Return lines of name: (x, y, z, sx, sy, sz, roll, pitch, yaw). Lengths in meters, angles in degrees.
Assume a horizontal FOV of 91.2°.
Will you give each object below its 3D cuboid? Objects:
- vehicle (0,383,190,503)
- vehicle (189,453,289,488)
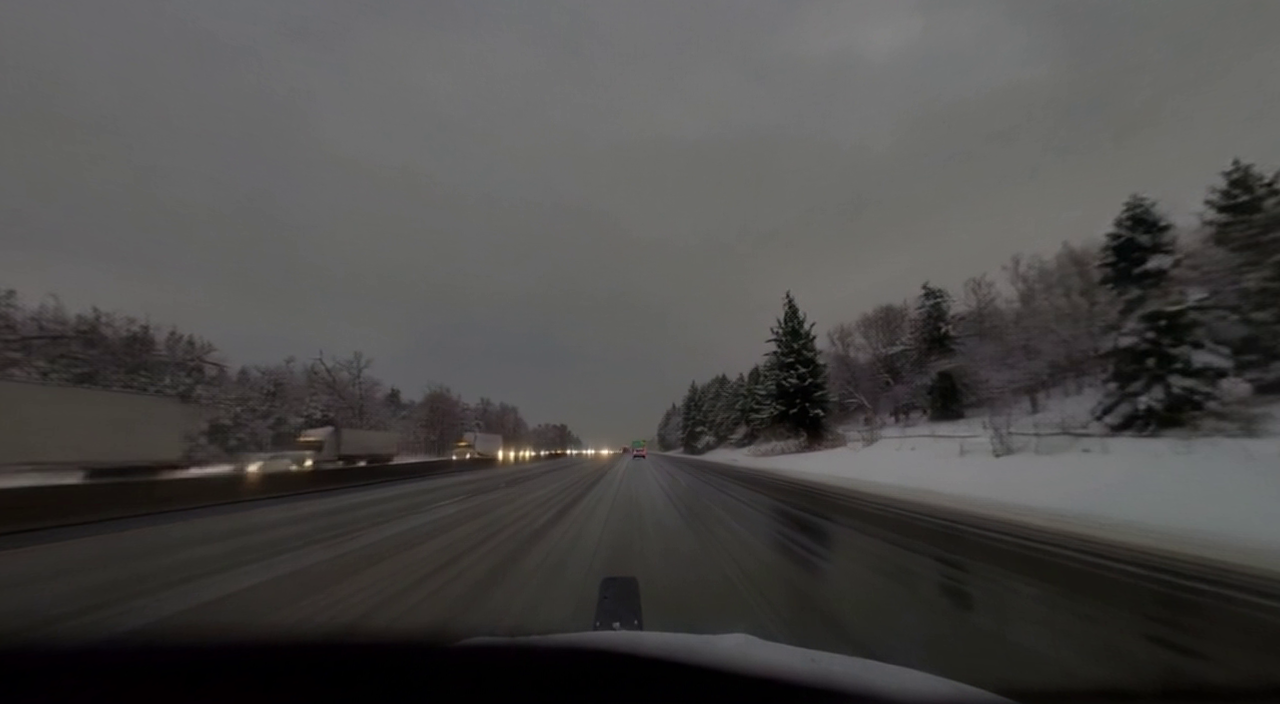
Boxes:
vehicle: (-22.917, 3.722, 25.431, 2.887, 4.049, 8.554, 0, -9, -1)
vehicle: (-19.273, 5.673, 30.398, 1.924, 1.524, 4.401, 0, -9, 0)
